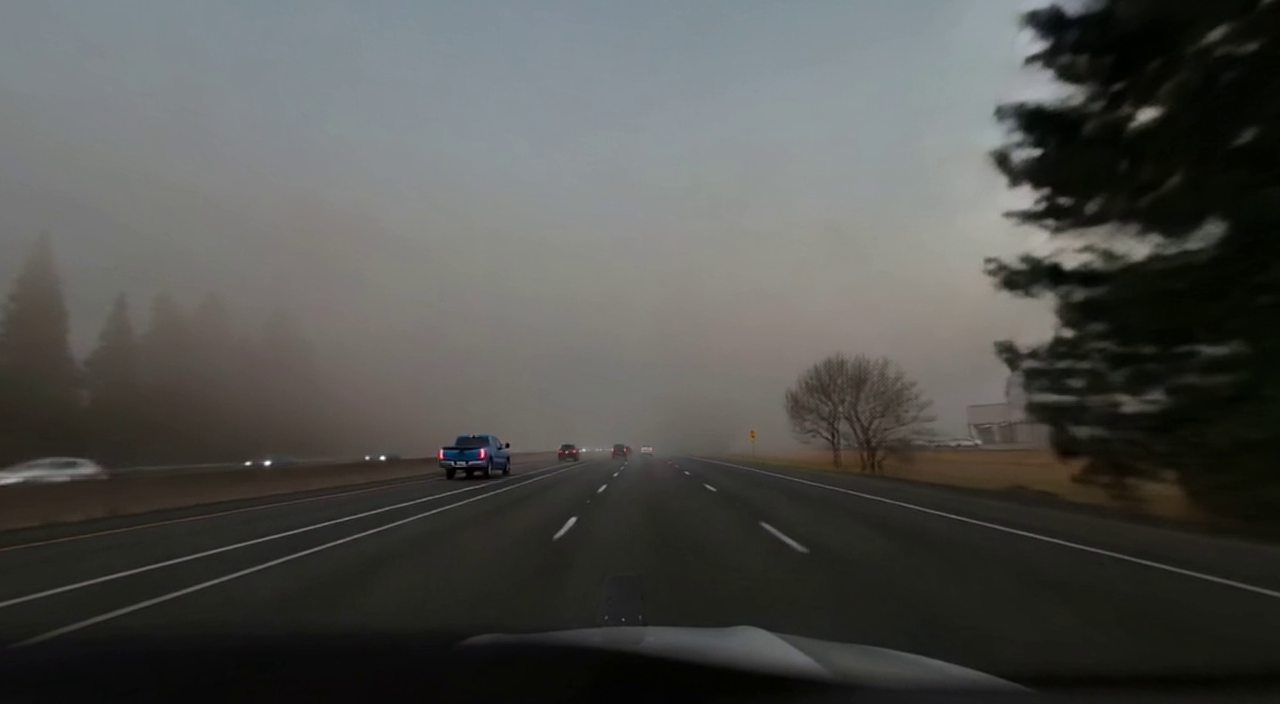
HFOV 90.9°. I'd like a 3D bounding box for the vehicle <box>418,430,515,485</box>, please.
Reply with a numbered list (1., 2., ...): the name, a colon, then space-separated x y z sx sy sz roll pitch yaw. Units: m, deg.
1. vehicle: -6.788 4.206 25.541 2.156 1.911 5.956 0 -8 1
